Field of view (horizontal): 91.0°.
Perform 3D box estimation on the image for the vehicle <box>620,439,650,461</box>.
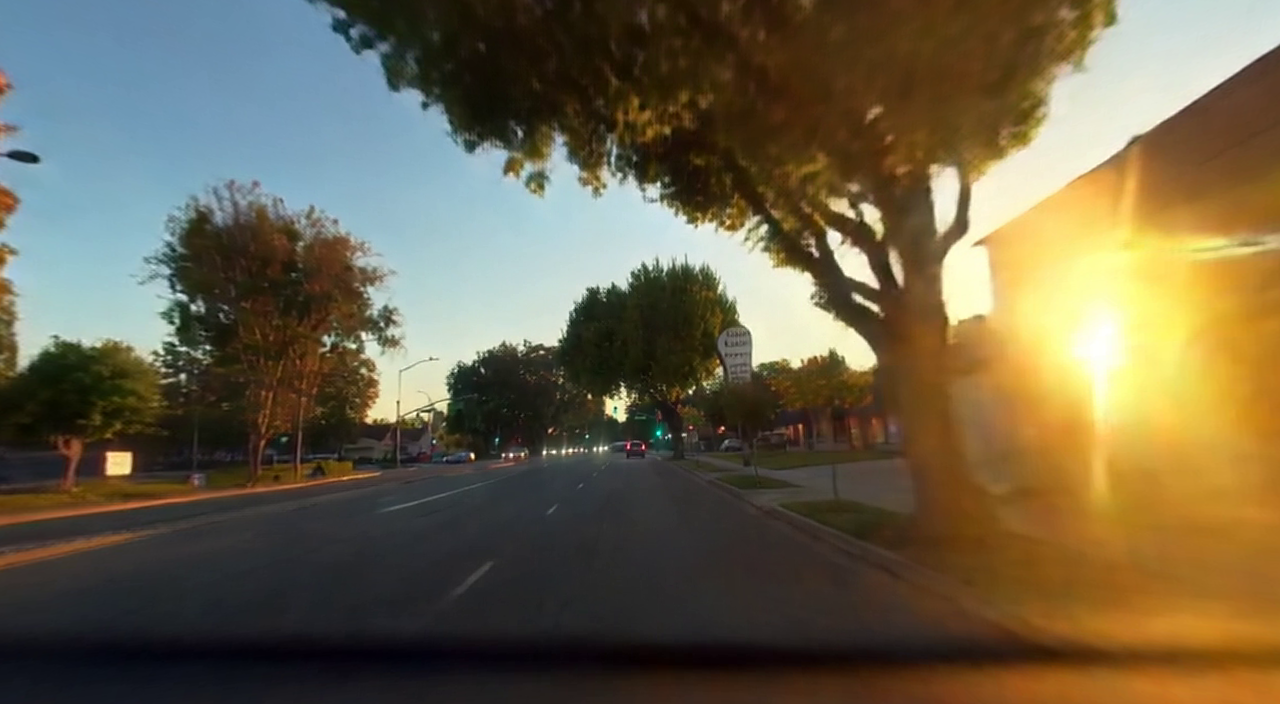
[{"bbox_3d":[-0.361,7.567,48.880,2.191,1.607,4.361,0,-9,1],"label":"vehicle"}]
